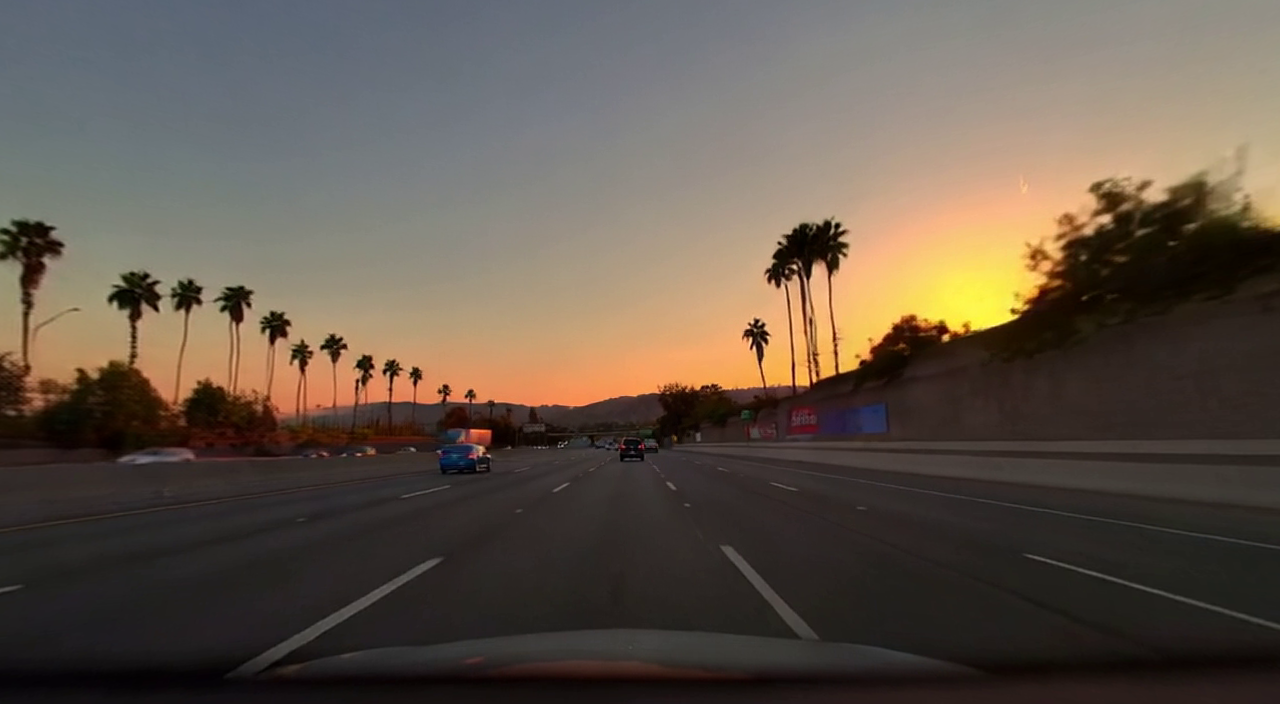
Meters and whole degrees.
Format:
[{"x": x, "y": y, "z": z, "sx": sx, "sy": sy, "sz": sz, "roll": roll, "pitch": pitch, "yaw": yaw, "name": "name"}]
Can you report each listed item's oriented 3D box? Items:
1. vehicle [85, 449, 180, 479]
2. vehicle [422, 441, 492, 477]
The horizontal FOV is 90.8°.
[{"x": -26.225, "y": 5.771, "z": 32.807, "sx": 1.775, "sy": 1.422, "sz": 3.843, "roll": 0, "pitch": -9, "yaw": -1, "name": "vehicle"}, {"x": -8.487, "y": 4.984, "z": 29.770, "sx": 1.971, "sy": 1.552, "sz": 4.465, "roll": 0, "pitch": -9, "yaw": 0, "name": "vehicle"}]
